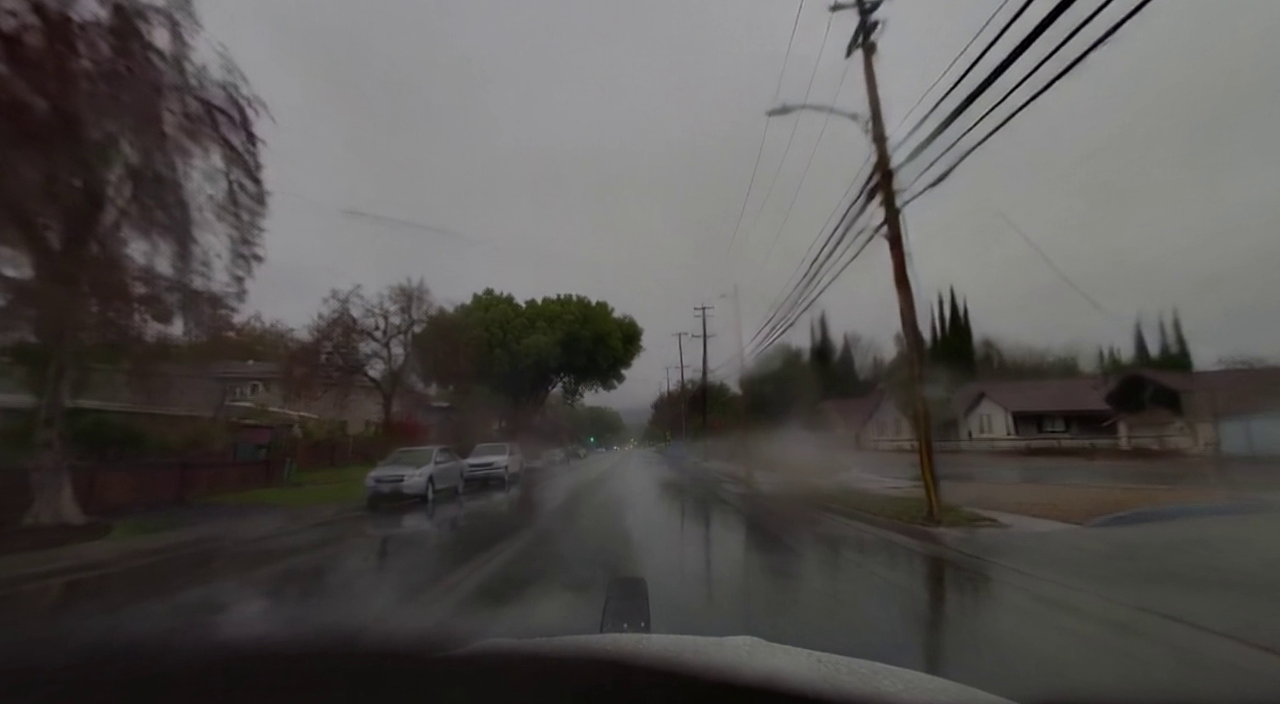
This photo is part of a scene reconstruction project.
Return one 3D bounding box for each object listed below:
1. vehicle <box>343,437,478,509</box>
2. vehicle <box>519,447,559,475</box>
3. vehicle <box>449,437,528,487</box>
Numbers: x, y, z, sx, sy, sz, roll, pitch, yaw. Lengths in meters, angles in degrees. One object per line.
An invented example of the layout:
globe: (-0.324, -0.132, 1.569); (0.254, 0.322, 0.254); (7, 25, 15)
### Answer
vehicle: (-6.666, 3.528, 19.102); (2.120, 1.799, 5.370); (-1, -8, 0)
vehicle: (-6.813, 7.359, 42.909); (1.852, 1.510, 4.812); (-4, -7, -1)
vehicle: (-6.642, 4.845, 28.417); (2.144, 1.955, 6.159); (0, -7, -1)
